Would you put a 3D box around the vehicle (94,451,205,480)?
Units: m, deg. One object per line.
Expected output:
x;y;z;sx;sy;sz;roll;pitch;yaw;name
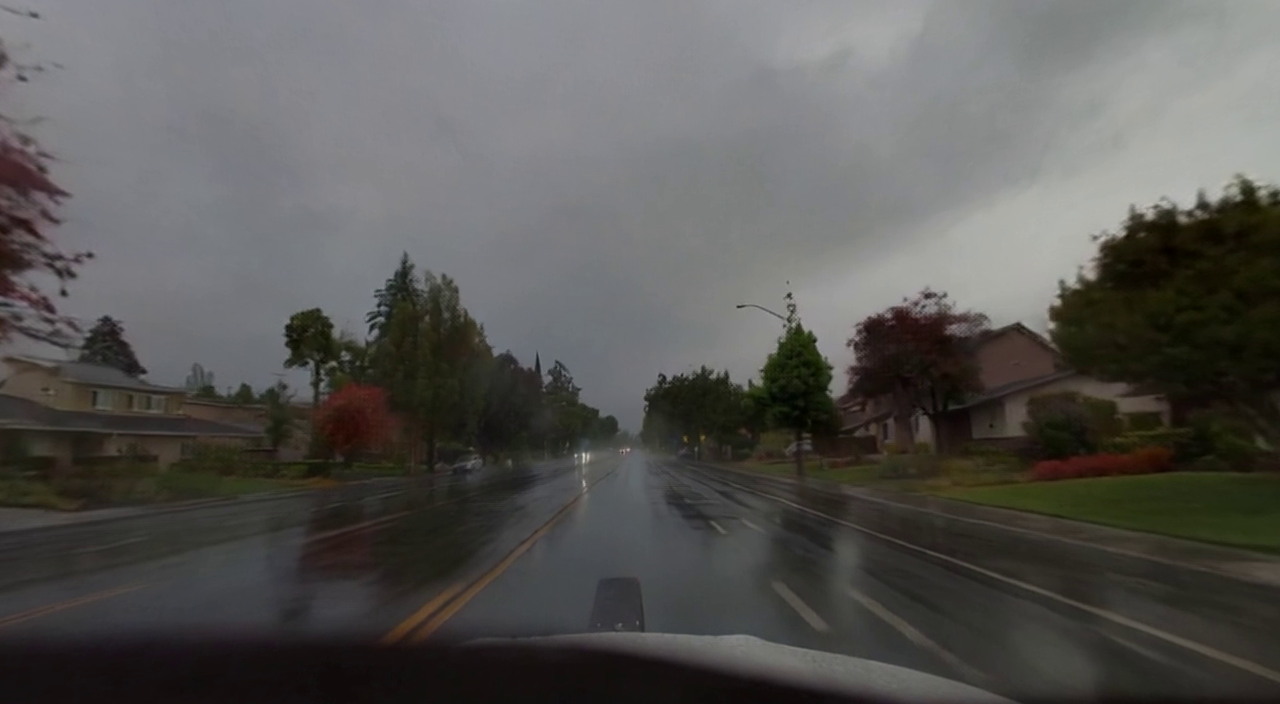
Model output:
-27.906;6.455;36.037;4.551;1.556;2.061;0;-9;-1;vehicle
